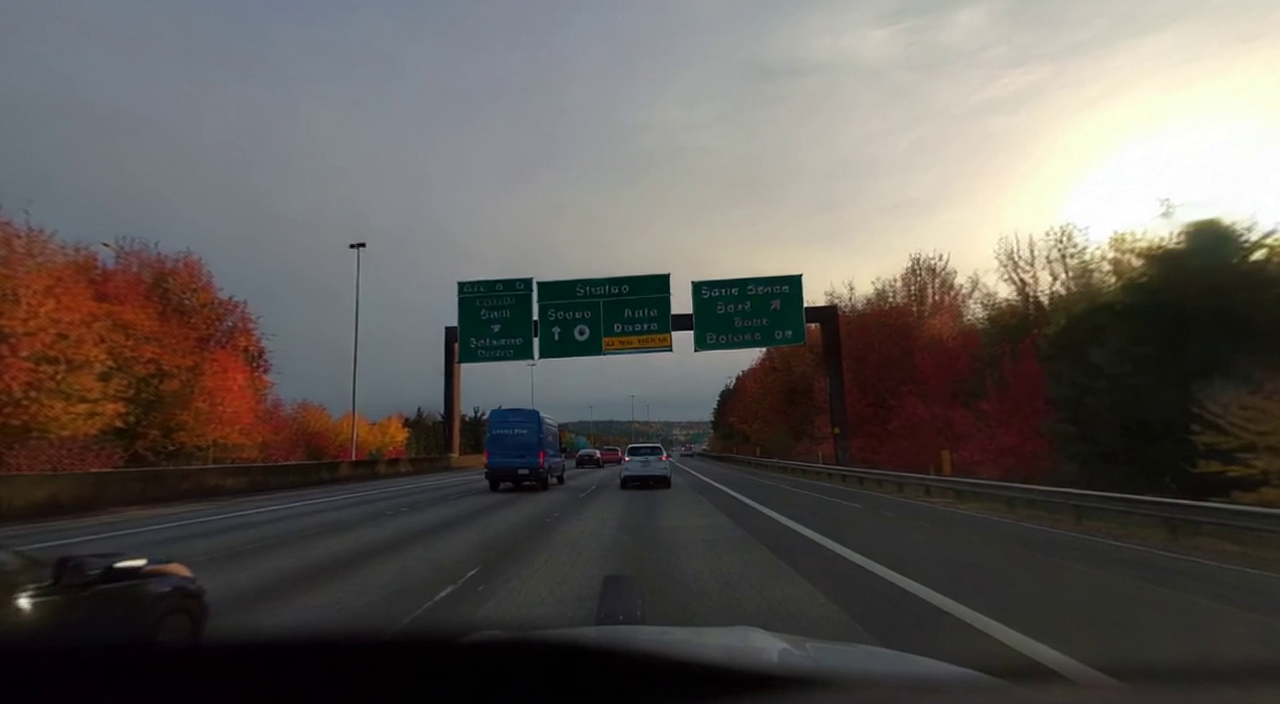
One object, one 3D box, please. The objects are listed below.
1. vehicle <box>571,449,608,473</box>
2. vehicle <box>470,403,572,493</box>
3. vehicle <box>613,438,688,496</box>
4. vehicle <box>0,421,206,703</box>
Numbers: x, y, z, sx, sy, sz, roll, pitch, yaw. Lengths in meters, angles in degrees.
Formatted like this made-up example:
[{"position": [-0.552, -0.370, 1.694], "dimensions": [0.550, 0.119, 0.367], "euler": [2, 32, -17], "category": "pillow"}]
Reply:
[{"position": [-3.228, 7.052, 40.778], "dimensions": [2.015, 1.496, 4.312], "euler": [0, -9, 1], "category": "vehicle"}, {"position": [-3.918, 3.366, 22.001], "dimensions": [2.275, 2.692, 5.810], "euler": [-1, -9, 2], "category": "vehicle"}, {"position": [0.362, 3.688, 20.418], "dimensions": [2.195, 1.679, 4.070], "euler": [-1, -9, 2], "category": "vehicle"}, {"position": [-3.834, 0.944, 2.029], "dimensions": [1.977, 1.485, 3.973], "euler": [0, -9, 0], "category": "vehicle"}]
